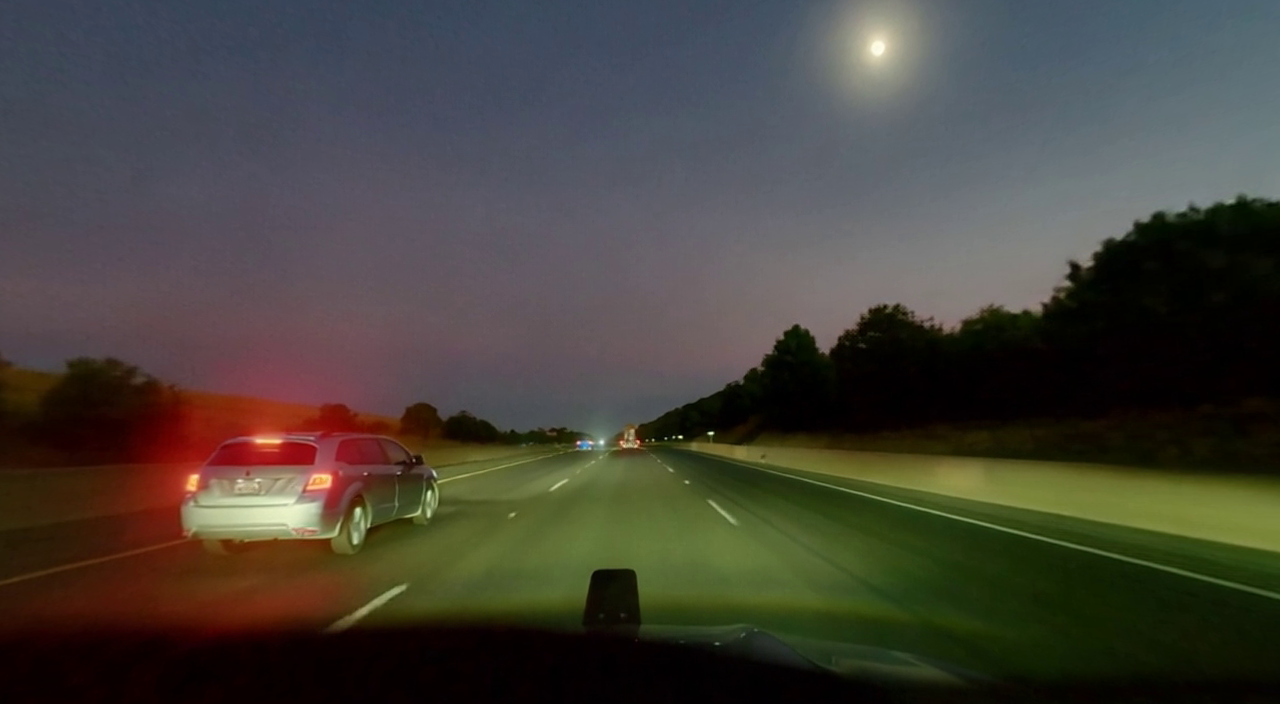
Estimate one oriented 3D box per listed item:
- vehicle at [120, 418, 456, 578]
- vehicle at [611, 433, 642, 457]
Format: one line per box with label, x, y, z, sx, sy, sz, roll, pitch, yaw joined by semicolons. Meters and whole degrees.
vehicle;-3.910;1.655;8.014;1.931;1.483;4.105;0;-8;-1
vehicle;-0.941;6.740;45.639;2.162;1.616;4.242;0;-8;0
